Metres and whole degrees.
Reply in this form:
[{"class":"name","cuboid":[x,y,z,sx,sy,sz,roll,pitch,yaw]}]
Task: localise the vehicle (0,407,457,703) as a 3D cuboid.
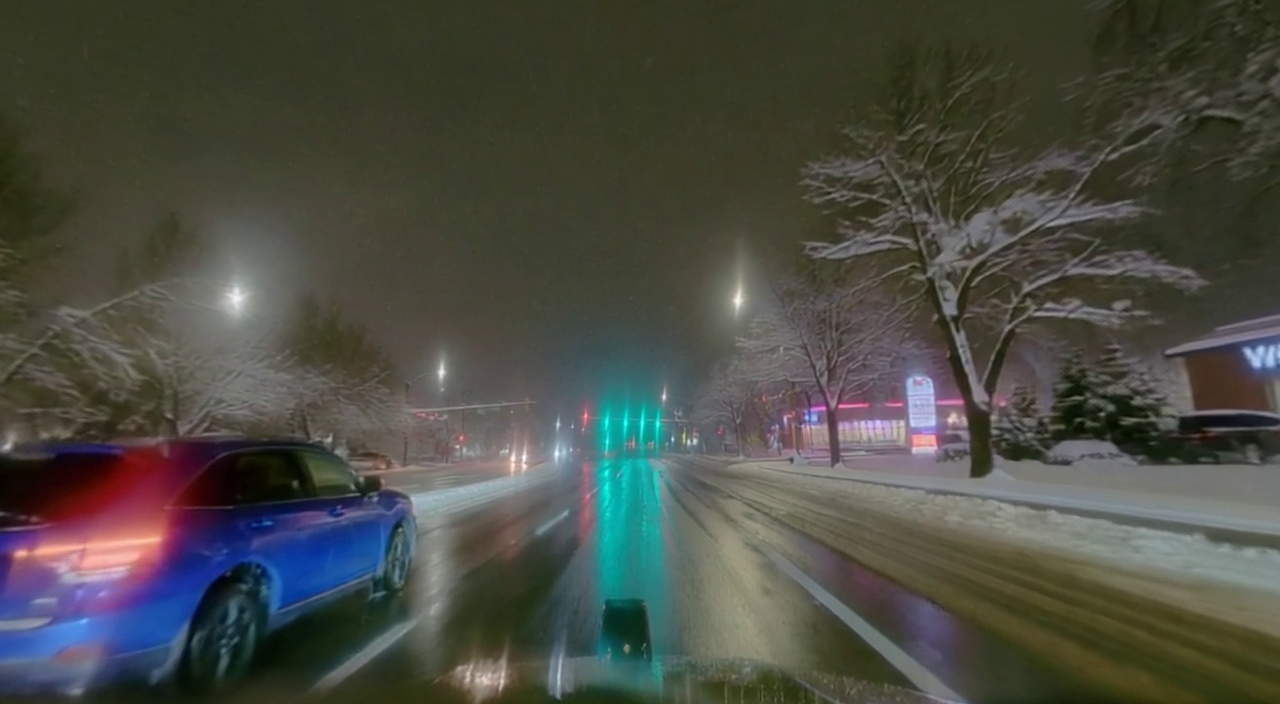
[{"class":"vehicle","cuboid":[-2.967,1.229,4.119,2.082,1.460,4.636,0,-8,1]}]
